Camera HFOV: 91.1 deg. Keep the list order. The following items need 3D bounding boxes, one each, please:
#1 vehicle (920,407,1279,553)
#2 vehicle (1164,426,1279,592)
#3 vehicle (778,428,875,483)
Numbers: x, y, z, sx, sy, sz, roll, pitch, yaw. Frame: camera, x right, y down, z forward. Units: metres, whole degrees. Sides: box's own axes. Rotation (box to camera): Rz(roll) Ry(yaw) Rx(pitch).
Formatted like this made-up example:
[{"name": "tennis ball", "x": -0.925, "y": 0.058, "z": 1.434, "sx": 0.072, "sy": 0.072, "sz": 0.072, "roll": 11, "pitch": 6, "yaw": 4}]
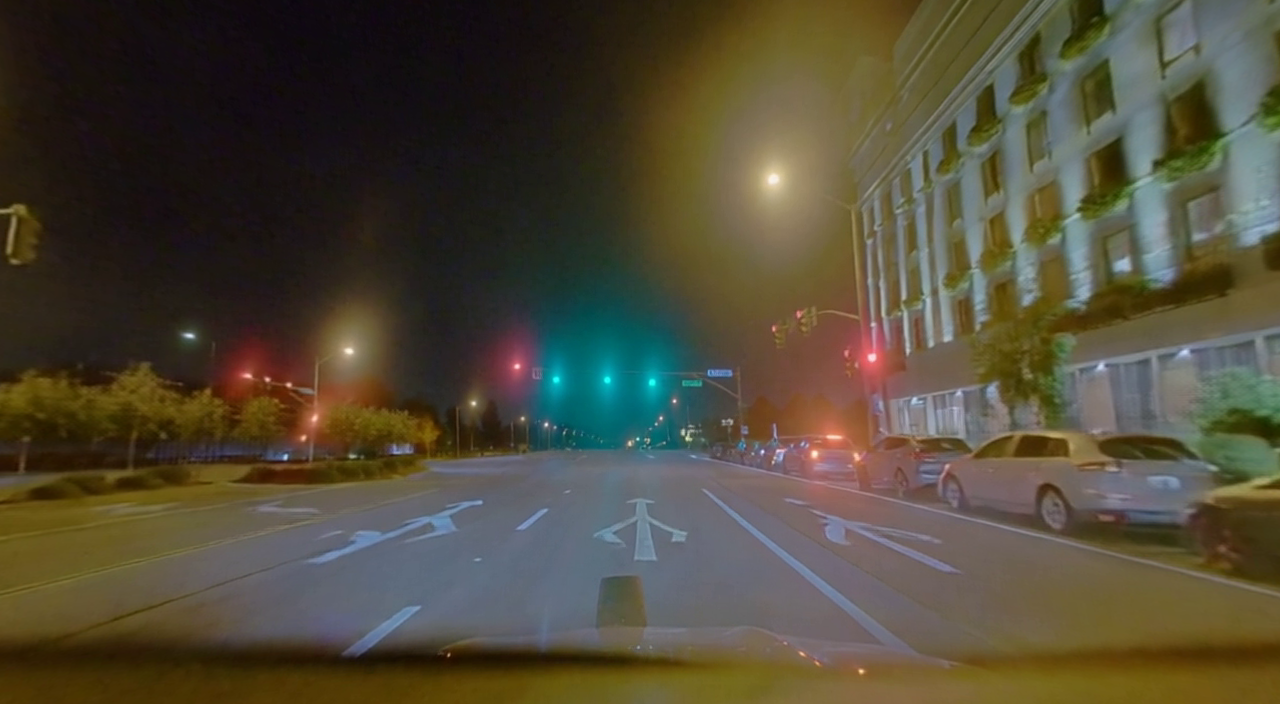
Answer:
[{"name": "vehicle", "x": 6.700, "y": 1.924, "z": 10.155, "sx": 1.978, "sy": 1.728, "sz": 5.129, "roll": 0, "pitch": -9, "yaw": 0}, {"name": "vehicle", "x": 6.712, "y": 1.262, "z": 4.605, "sx": 1.880, "sy": 1.483, "sz": 4.510, "roll": 0, "pitch": -9, "yaw": 1}, {"name": "vehicle", "x": 6.641, "y": 3.759, "z": 23.000, "sx": 1.984, "sy": 1.751, "sz": 4.759, "roll": 0, "pitch": -9, "yaw": -1}]
